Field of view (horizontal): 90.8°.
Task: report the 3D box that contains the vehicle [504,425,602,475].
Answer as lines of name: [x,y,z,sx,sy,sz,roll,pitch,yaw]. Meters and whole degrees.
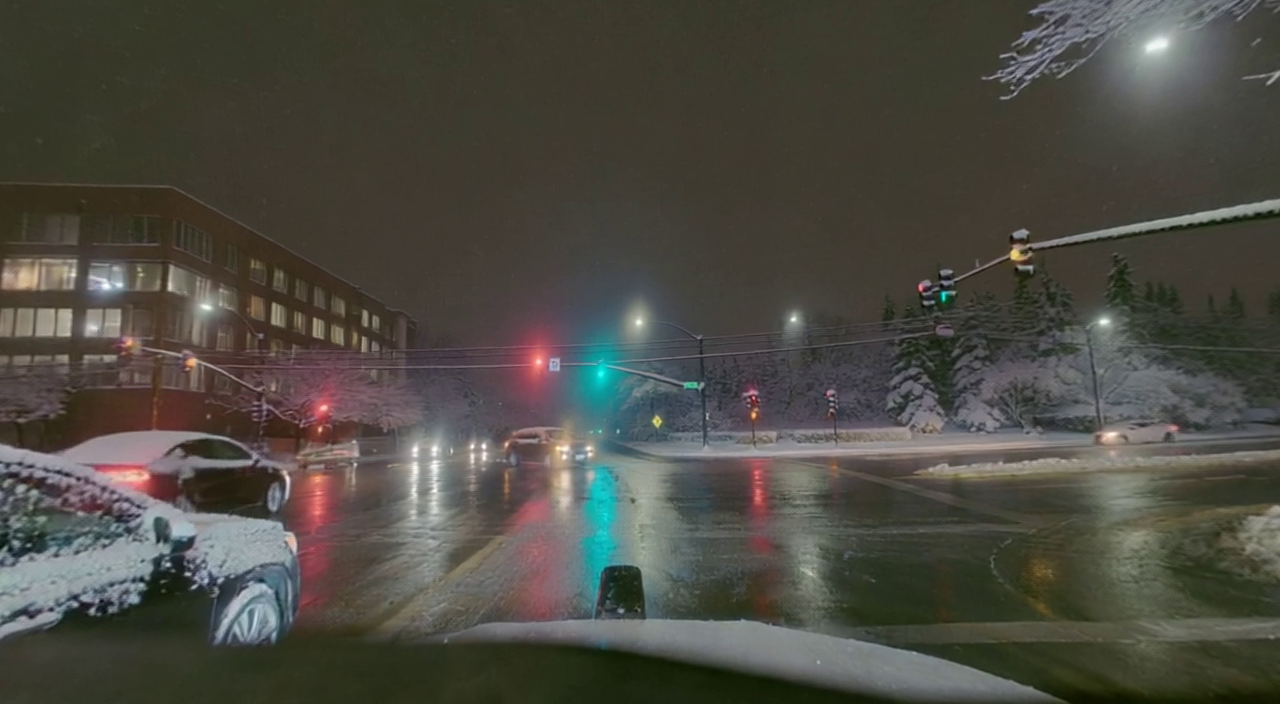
vehicle: [-3.743,4.097,26.500,2.109,1.871,4.778,6,-10,-35]

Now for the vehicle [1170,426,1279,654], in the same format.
vehicle: [4.943,0.984,2.549,1.949,1.449,4.530,-1,-8,5]

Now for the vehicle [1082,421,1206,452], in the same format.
vehicle: [25.485,4.307,32.052,4.660,1.495,2.007,0,-8,-3]

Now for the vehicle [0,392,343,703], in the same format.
vehicle: [-3.075,0.893,2.148,1.919,1.478,4.720,0,-8,-1]

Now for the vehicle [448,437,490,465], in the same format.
vehicle: [-12.815,7.415,47.538,2.051,1.715,4.346,-3,-6,-2]
